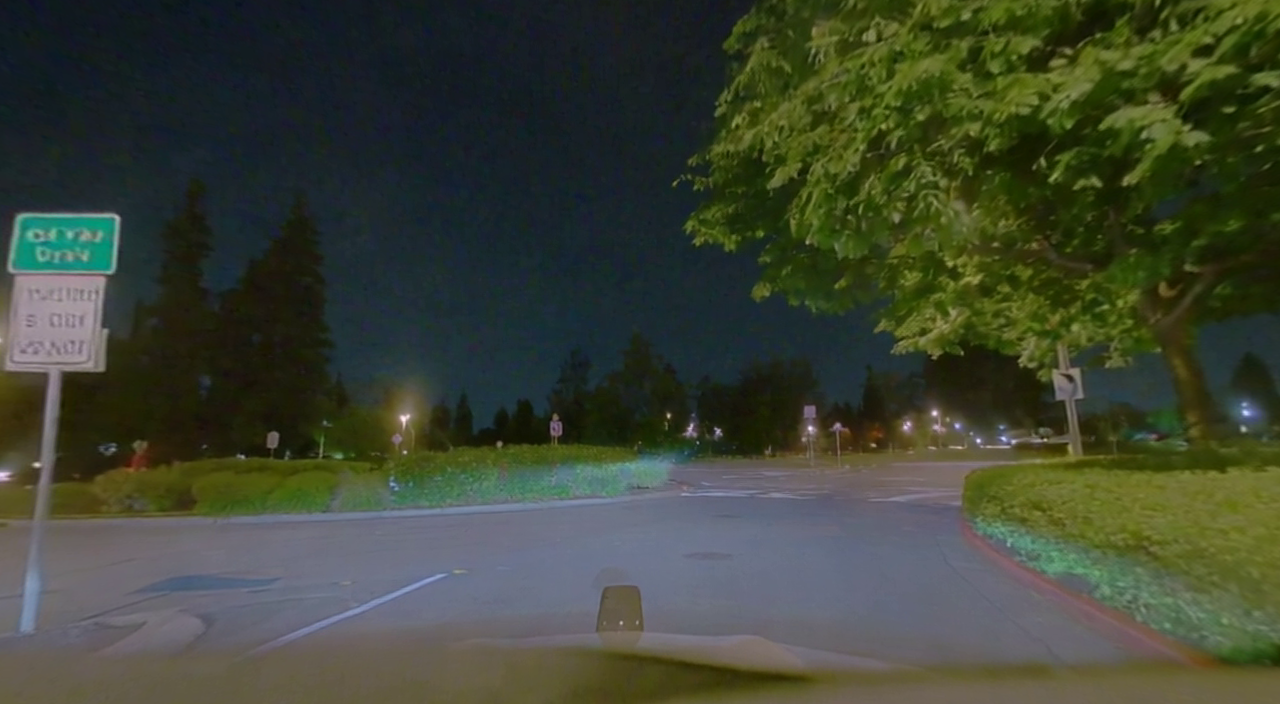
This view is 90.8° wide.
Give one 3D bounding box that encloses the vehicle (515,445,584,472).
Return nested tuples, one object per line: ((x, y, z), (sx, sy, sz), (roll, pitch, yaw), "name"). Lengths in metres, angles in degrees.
((-5.999, 6.983, 41.503), (4.490, 1.672, 2.019), (-8, -11, 41), "vehicle")

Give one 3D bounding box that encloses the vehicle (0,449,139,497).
((-21.795, 4.476, 23.798), (2.088, 1.581, 4.345), (-1, -8, 4), "vehicle")
